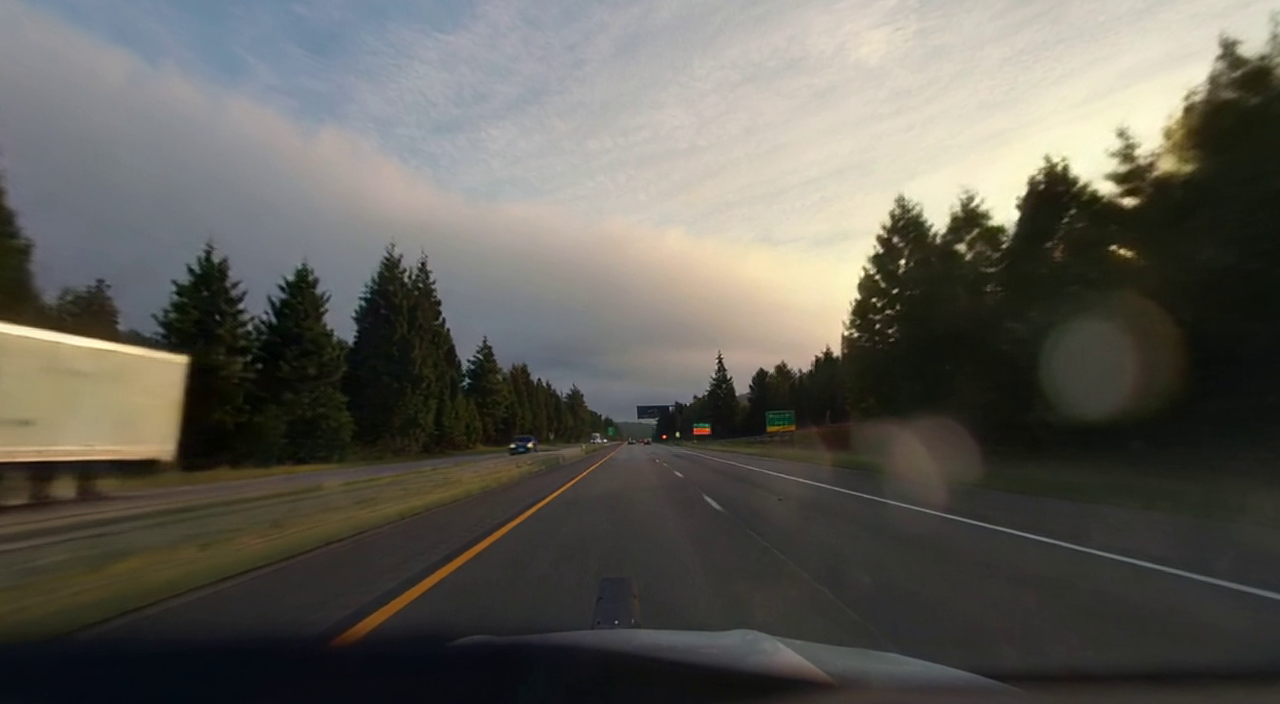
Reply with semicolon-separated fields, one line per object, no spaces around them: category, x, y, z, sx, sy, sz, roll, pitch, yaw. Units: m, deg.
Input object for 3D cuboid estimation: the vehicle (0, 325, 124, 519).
vehicle;-14.024;0.843;8.612;2.794;3.792;13.285;0;-8;0
